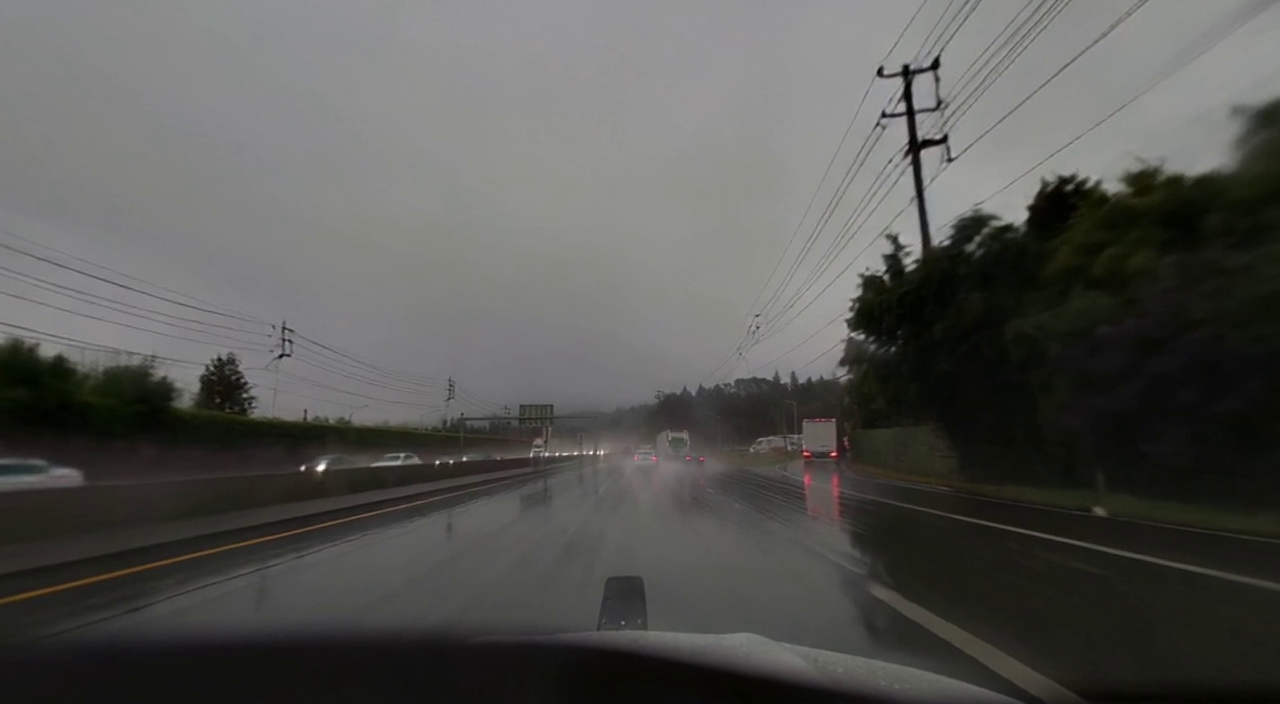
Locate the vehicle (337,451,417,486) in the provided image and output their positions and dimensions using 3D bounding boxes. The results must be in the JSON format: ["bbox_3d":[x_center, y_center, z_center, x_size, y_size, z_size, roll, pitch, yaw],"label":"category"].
[{"bbox_3d":[-11.909,5.267,28.809,1.801,1.424,4.135,0,-9,1],"label":"vehicle"}]

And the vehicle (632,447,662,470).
[{"bbox_3d":[0.488,7.738,45.883,2.111,1.599,3.859,0,-9,0],"label":"vehicle"}]
